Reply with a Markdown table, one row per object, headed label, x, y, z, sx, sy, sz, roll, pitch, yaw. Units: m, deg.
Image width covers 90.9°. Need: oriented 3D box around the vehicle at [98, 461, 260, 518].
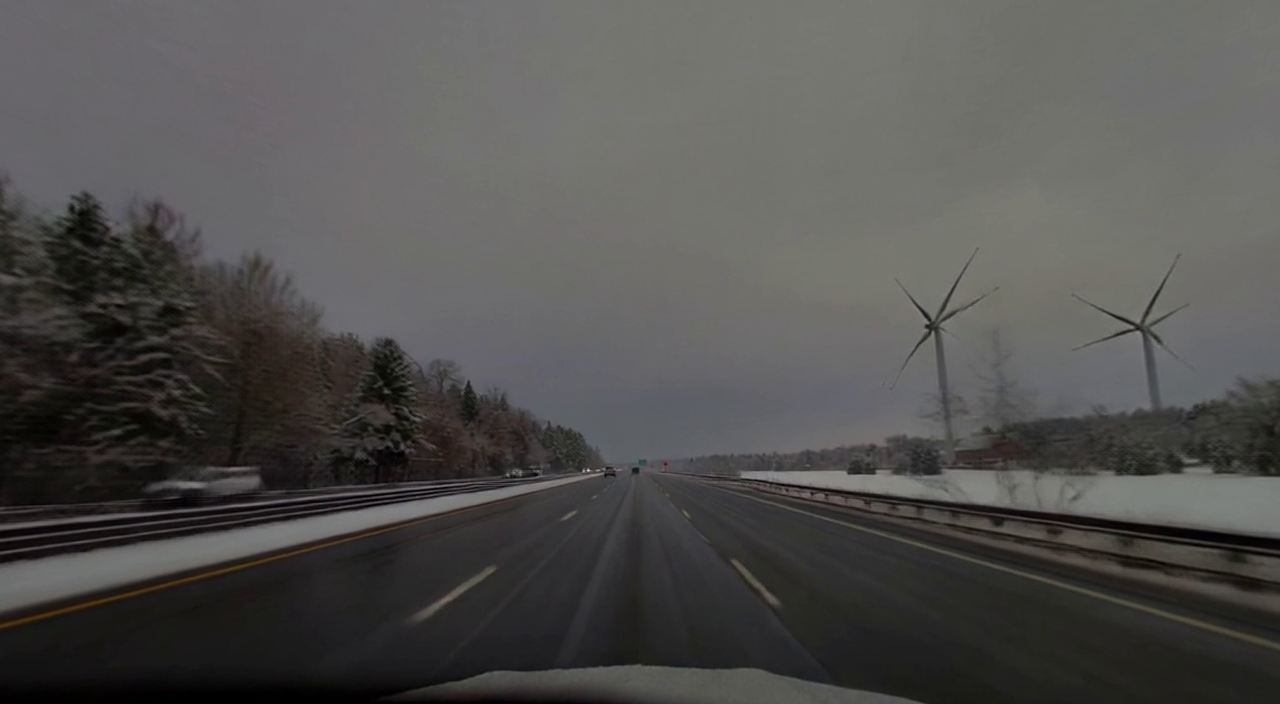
| label | x | y | z | sx | sy | sz | roll | pitch | yaw |
| --- | --- | --- | --- | --- | --- | --- | --- | --- | --- |
| vehicle | -17.052 | 5.097 | 23.756 | 2.125 | 1.861 | 5.167 | 1 | -11 | 0 |
